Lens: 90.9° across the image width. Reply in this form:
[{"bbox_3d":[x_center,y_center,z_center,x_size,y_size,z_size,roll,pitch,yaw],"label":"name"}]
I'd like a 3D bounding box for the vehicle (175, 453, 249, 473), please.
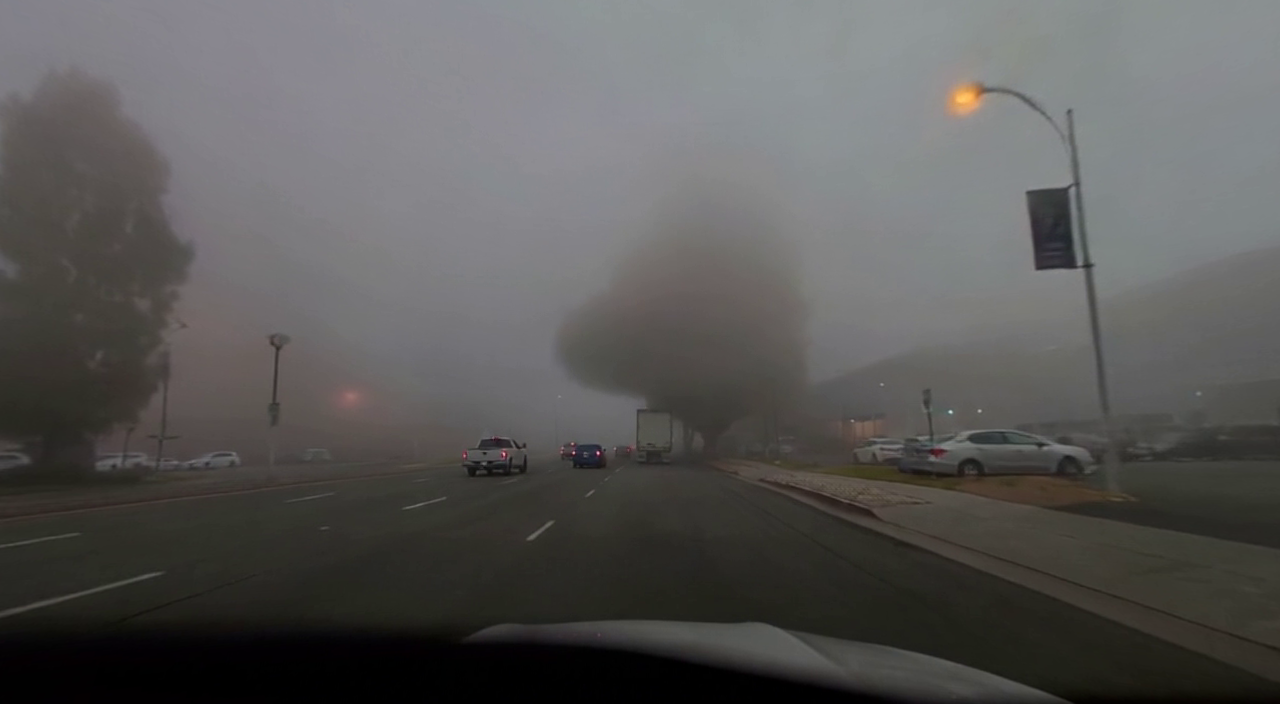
[{"bbox_3d":[-33.627,8.726,49.587,4.409,1.480,2.092,-1,-9,3],"label":"vehicle"}]

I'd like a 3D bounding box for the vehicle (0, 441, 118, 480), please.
[{"bbox_3d":[-34.125,6.213,36.198,6.188,2.110,2.333,-1,-9,3],"label":"vehicle"}]

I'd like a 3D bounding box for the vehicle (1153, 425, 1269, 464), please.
[{"bbox_3d":[29.009,4.741,32.235,1.993,1.847,4.222,0,-8,1],"label":"vehicle"}]

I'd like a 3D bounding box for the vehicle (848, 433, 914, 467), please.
[{"bbox_3d":[12.616,5.163,33.310,1.880,1.642,4.523,0,-8,2],"label":"vehicle"}]

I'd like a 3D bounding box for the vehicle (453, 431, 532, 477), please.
[{"bbox_3d":[-6.597,4.634,28.898,2.149,1.893,5.187,-1,-8,2],"label":"vehicle"}]

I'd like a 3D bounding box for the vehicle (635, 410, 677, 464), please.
[{"bbox_3d":[1.135,6.494,47.798,2.905,3.644,8.441,0,-8,1],"label":"vehicle"}]

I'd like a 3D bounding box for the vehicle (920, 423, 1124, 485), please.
[{"bbox_3d":[10.443,2.819,17.493,4.346,1.595,1.964,0,-9,0],"label":"vehicle"}]

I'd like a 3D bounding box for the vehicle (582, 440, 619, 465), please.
[{"bbox_3d":[-2.709,7.018,44.178,2.114,1.663,4.381,0,-8,2],"label":"vehicle"}]

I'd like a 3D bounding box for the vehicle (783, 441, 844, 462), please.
[{"bbox_3d":[12.928,7.434,47.116,4.031,1.468,1.738,0,-8,0],"label":"vehicle"}]

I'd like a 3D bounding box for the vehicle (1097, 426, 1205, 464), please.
[{"bbox_3d":[26.127,4.805,32.434,1.983,1.815,4.297,0,-8,2],"label":"vehicle"}]
